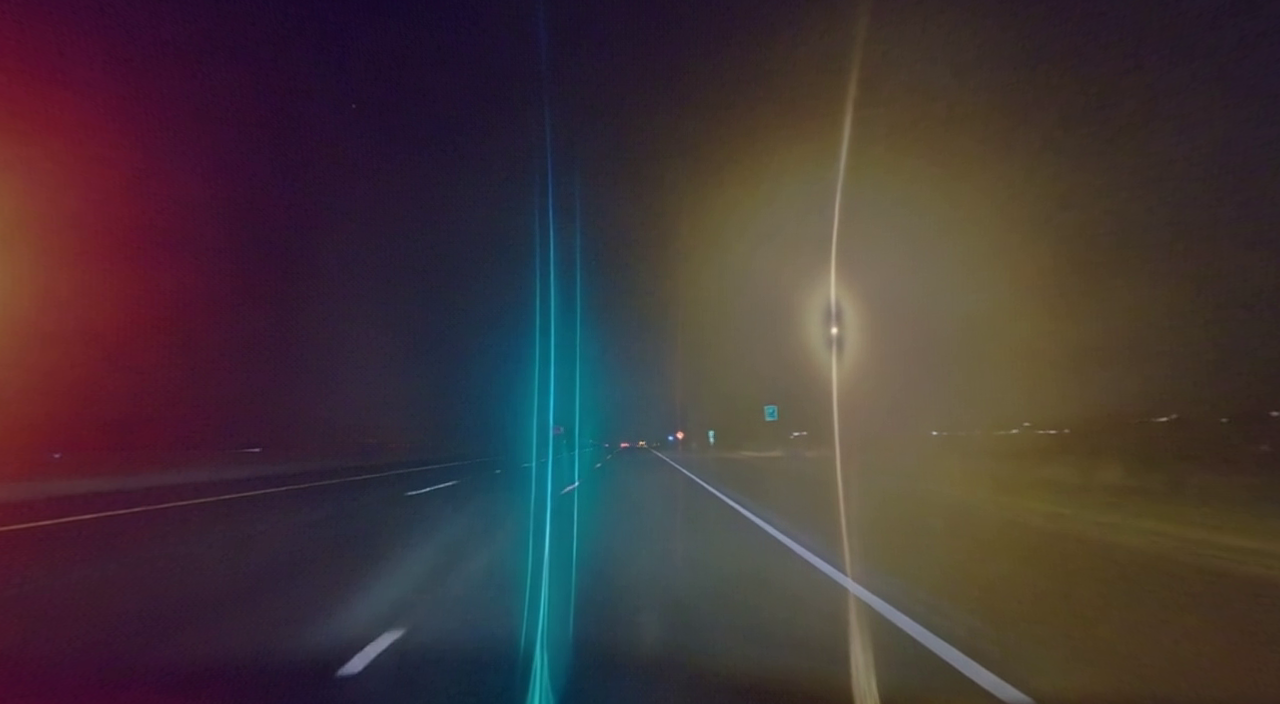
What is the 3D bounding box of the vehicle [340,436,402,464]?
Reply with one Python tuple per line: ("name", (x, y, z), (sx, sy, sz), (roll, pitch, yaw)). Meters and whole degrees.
("vehicle", (-15.796, 5.751, 37.192), (1.876, 1.517, 4.189), (0, -8, -1))
